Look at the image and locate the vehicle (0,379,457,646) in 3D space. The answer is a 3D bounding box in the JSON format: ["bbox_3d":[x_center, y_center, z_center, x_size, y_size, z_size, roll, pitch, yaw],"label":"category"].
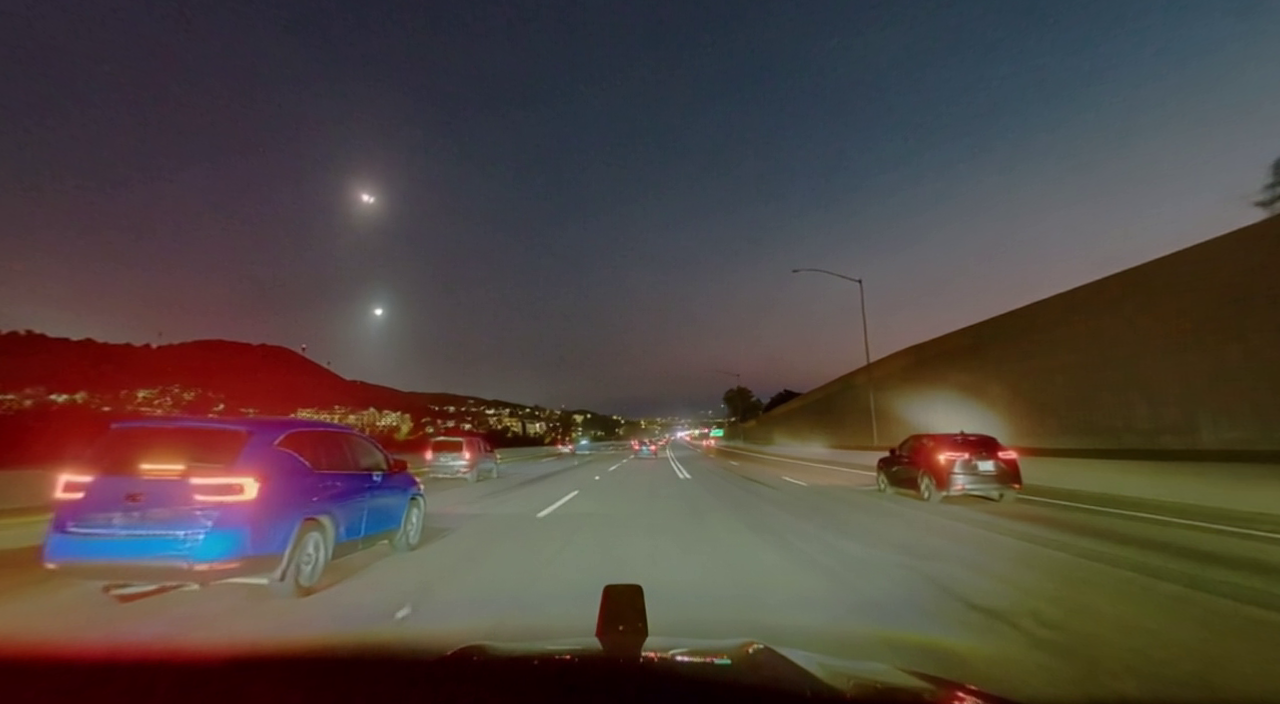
[{"bbox_3d":[-3.905,1.429,6.766,2.210,1.730,5.133,-1,-8,2],"label":"vehicle"}]

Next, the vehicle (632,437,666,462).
[{"bbox_3d":[0.736,7.517,48.828,2.172,1.824,5.031,-1,-8,6],"label":"vehicle"}]

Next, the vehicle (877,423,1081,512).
[{"bbox_3d":[7.225,2.507,14.143,2.122,1.646,4.491,-1,-8,1],"label":"vehicle"}]
